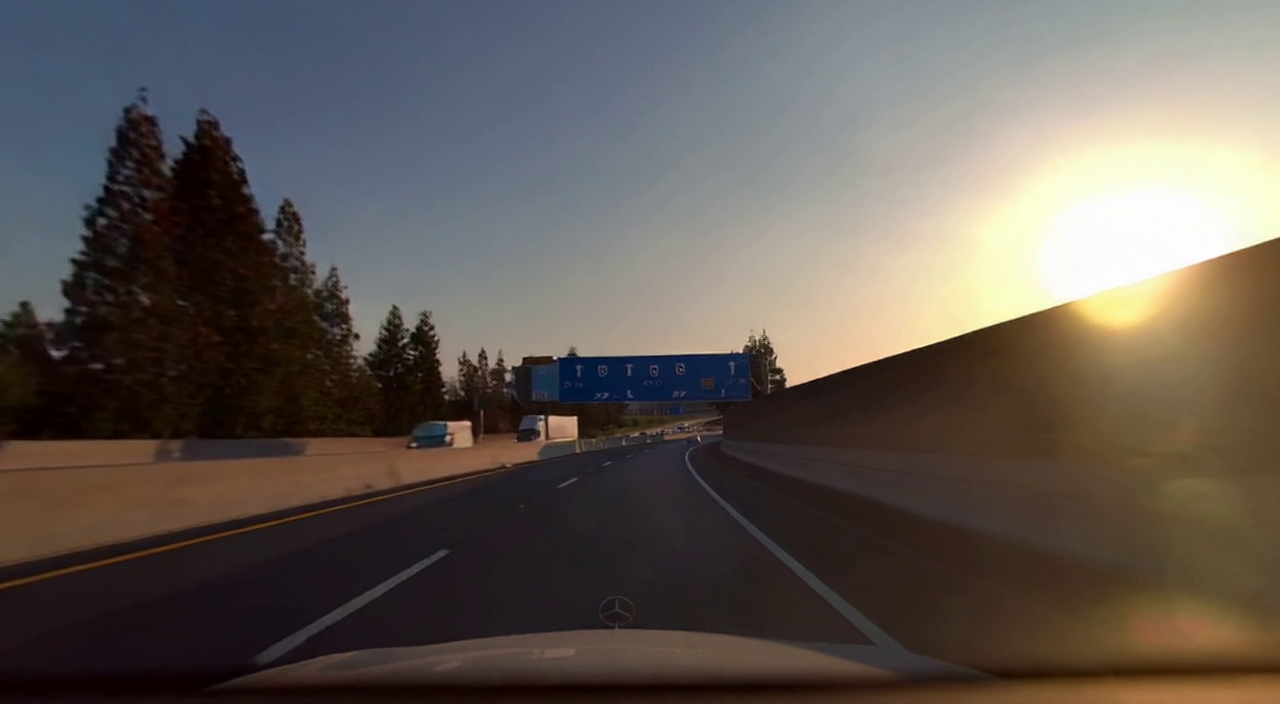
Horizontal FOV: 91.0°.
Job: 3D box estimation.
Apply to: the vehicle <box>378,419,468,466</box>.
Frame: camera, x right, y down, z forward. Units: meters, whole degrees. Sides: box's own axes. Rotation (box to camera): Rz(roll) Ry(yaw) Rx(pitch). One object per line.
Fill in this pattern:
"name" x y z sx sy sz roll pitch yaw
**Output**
"vehicle" -12.093 5.122 35.773 2.492 2.342 6.658 -1 -8 2
